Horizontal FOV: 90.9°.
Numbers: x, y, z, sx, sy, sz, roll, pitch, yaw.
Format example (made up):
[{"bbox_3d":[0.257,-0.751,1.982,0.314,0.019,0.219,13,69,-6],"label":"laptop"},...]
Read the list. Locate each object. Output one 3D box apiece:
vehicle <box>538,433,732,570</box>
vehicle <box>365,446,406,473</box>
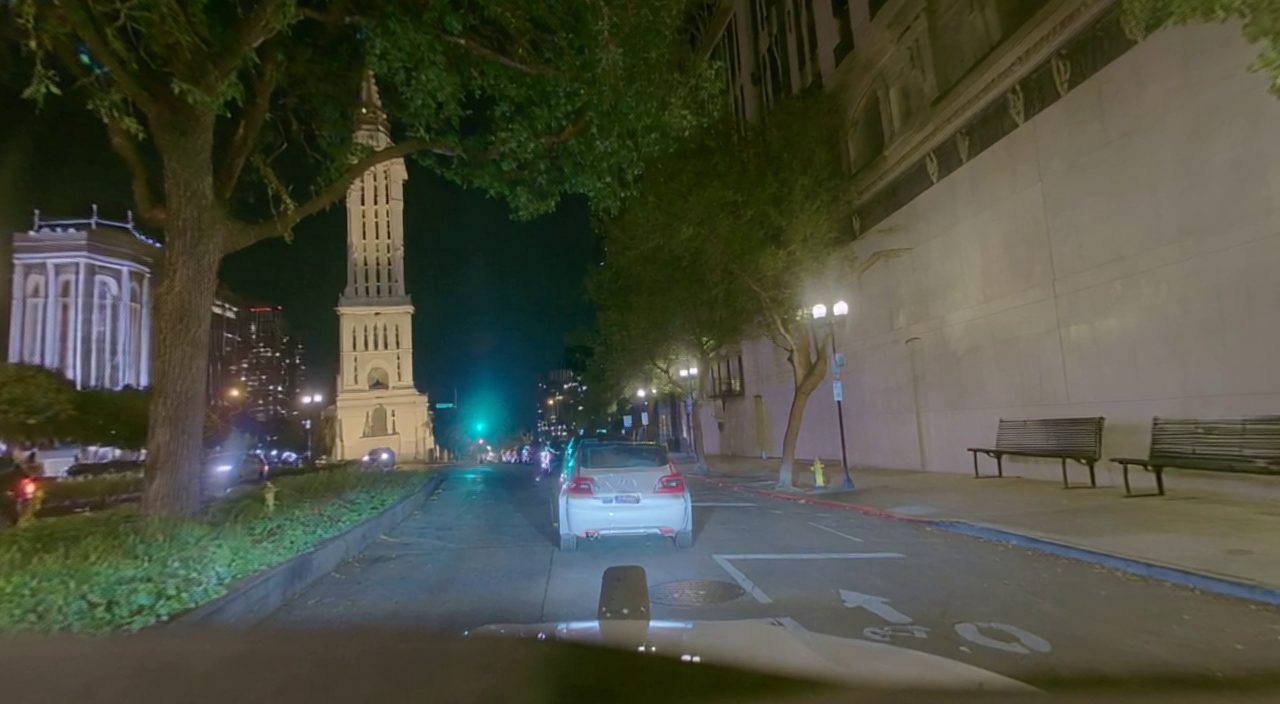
[{"bbox_3d":[-0.240,1.940,9.020,2.142,1.475,4.051,1,-8,-6],"label":"vehicle"},{"bbox_3d":[-16.913,7.129,42.152,2.179,1.698,4.549,3,-9,-18],"label":"vehicle"}]
